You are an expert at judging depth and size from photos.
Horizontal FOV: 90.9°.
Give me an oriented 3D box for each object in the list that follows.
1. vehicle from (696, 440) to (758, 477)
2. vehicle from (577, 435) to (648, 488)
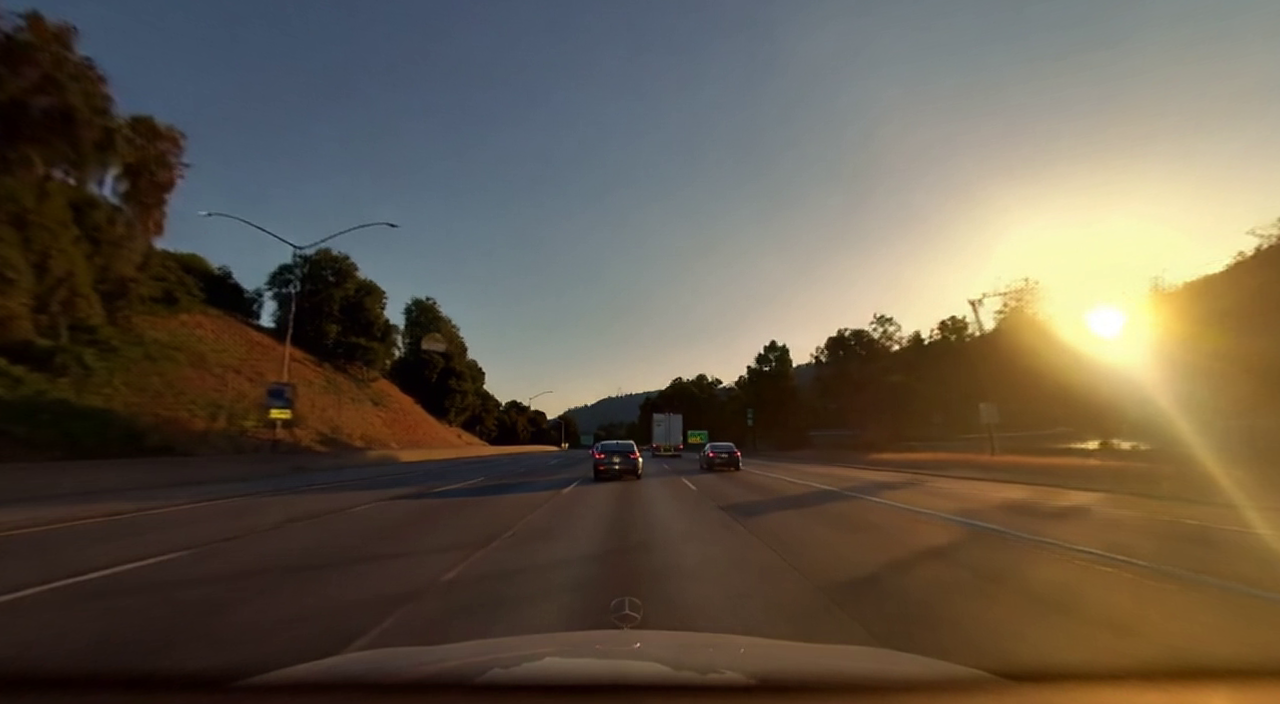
[{"bbox_3d":[3.639,4.525,27.090,1.971,1.472,4.301,0,-8,-1],"label":"vehicle"},{"bbox_3d":[-0.778,3.470,20.245,2.020,1.516,3.951,0,-8,1],"label":"vehicle"}]
